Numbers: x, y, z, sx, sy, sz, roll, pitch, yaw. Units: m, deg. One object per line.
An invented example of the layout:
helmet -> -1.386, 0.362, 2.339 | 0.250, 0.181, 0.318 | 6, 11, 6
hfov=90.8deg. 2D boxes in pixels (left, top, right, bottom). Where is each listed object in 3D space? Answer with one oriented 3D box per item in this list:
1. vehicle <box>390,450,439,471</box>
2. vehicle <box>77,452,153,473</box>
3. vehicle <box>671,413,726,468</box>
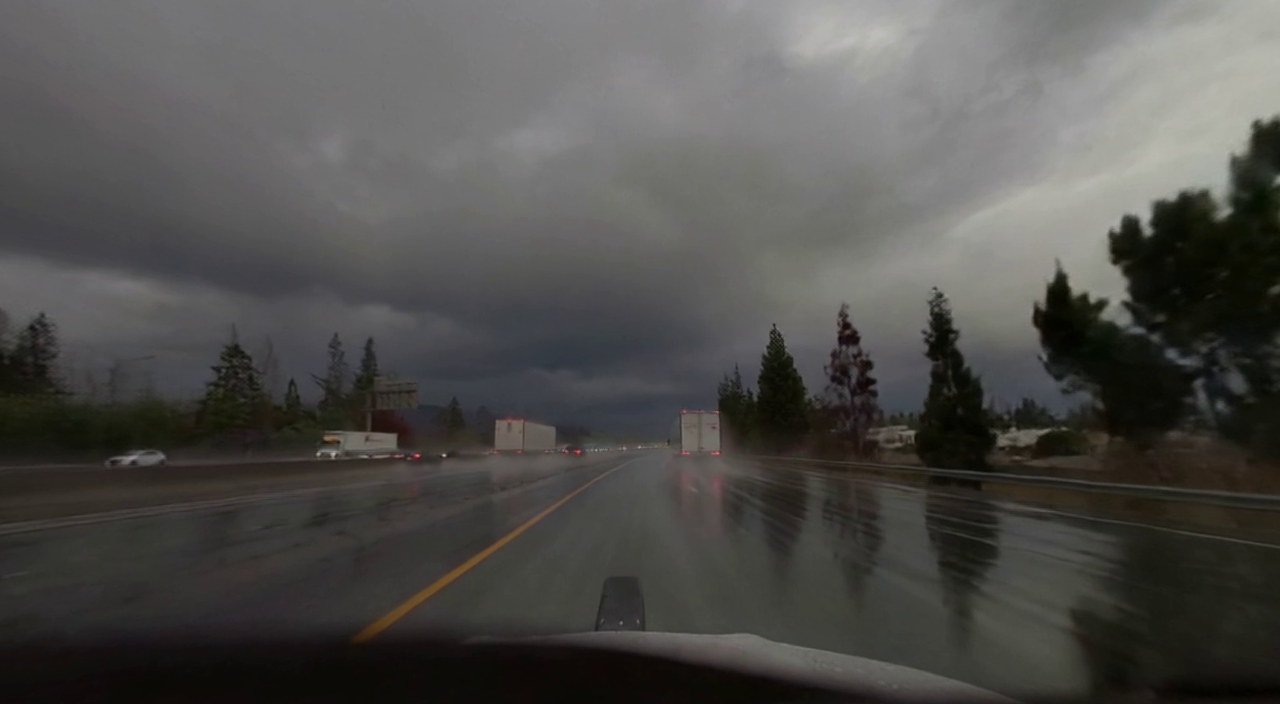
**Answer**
vehicle -> -16.230, 7.807, 45.563 | 1.833, 1.438, 4.011 | -1, -9, 4
vehicle -> -39.658, 8.319, 47.770 | 1.771, 1.472, 4.427 | -1, -9, 3
vehicle -> 4.224, 6.956, 48.847 | 2.928, 3.595, 13.975 | 0, -9, 0
